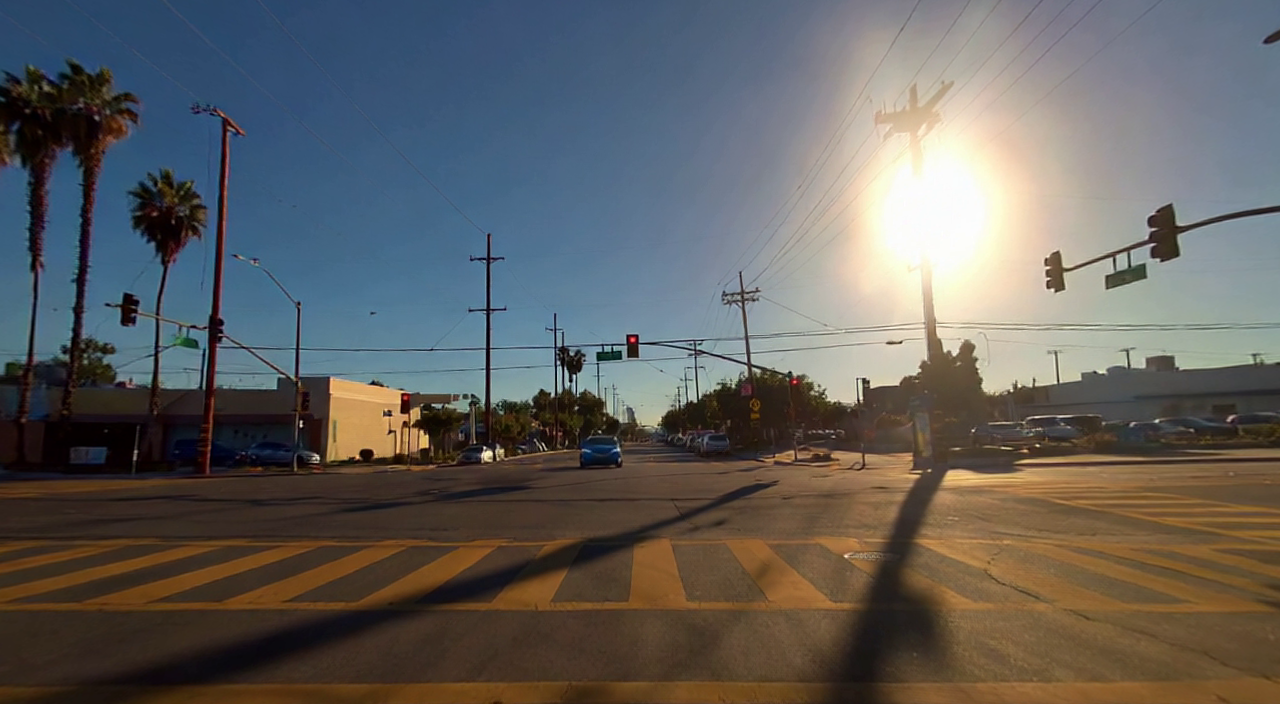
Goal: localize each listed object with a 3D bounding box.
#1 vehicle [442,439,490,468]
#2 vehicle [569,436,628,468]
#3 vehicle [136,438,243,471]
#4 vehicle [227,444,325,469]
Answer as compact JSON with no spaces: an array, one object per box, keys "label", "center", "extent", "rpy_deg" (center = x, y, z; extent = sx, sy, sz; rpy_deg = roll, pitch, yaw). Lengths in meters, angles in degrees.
[{"label":"vehicle","center":[-11.965,6.986,43.718],"extent":[2.016,1.717,4.287],"rpy_deg":[-2,-7,1]},{"label":"vehicle","center":[-2.230,5.110,32.515],"extent":[2.223,1.490,5.094],"rpy_deg":[2,-9,-12]},{"label":"vehicle","center":[-25.911,5.920,36.457],"extent":[4.613,1.820,2.021],"rpy_deg":[-1,-9,3]},{"label":"vehicle","center":[-22.299,6.422,38.842],"extent":[4.849,1.444,1.881],"rpy_deg":[0,-8,1]}]
